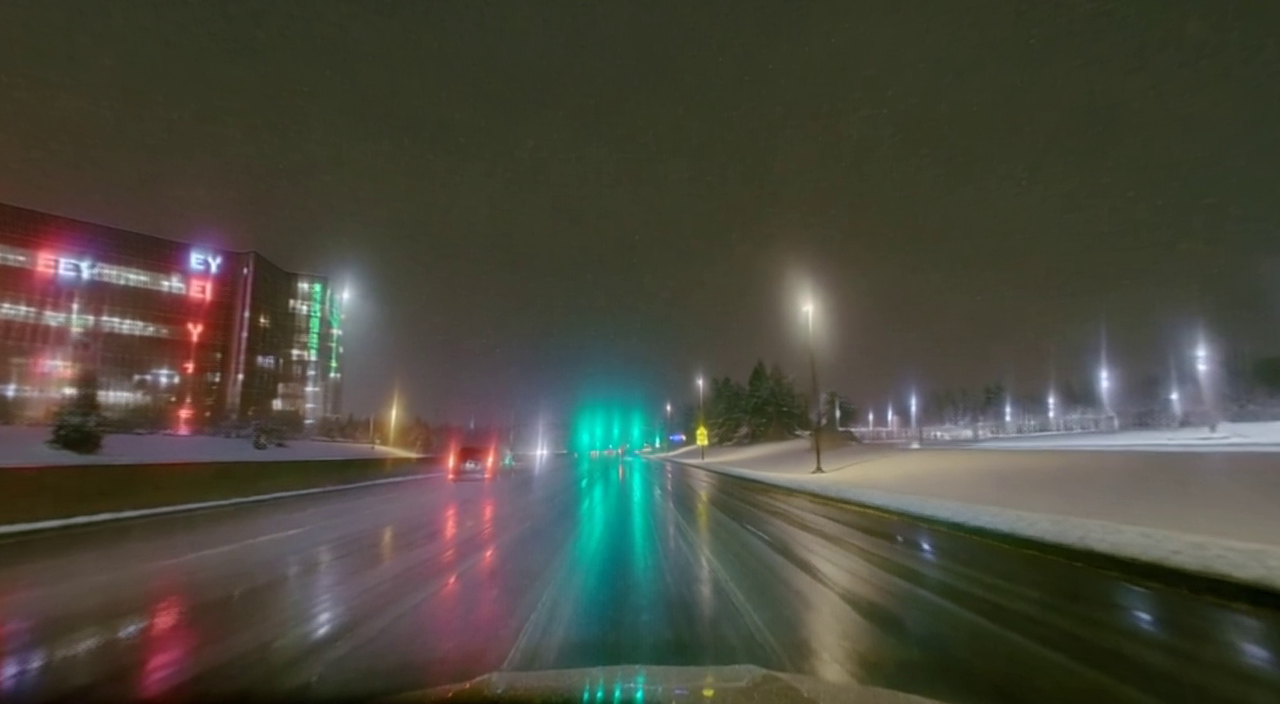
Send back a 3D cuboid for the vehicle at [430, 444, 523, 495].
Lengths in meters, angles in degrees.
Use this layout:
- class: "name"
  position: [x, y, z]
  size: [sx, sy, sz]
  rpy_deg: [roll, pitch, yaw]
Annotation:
- class: "vehicle"
  position: [-5.332, 3.872, 21.166]
  size: [1.943, 1.510, 4.201]
  rpy_deg: [0, -9, 0]
